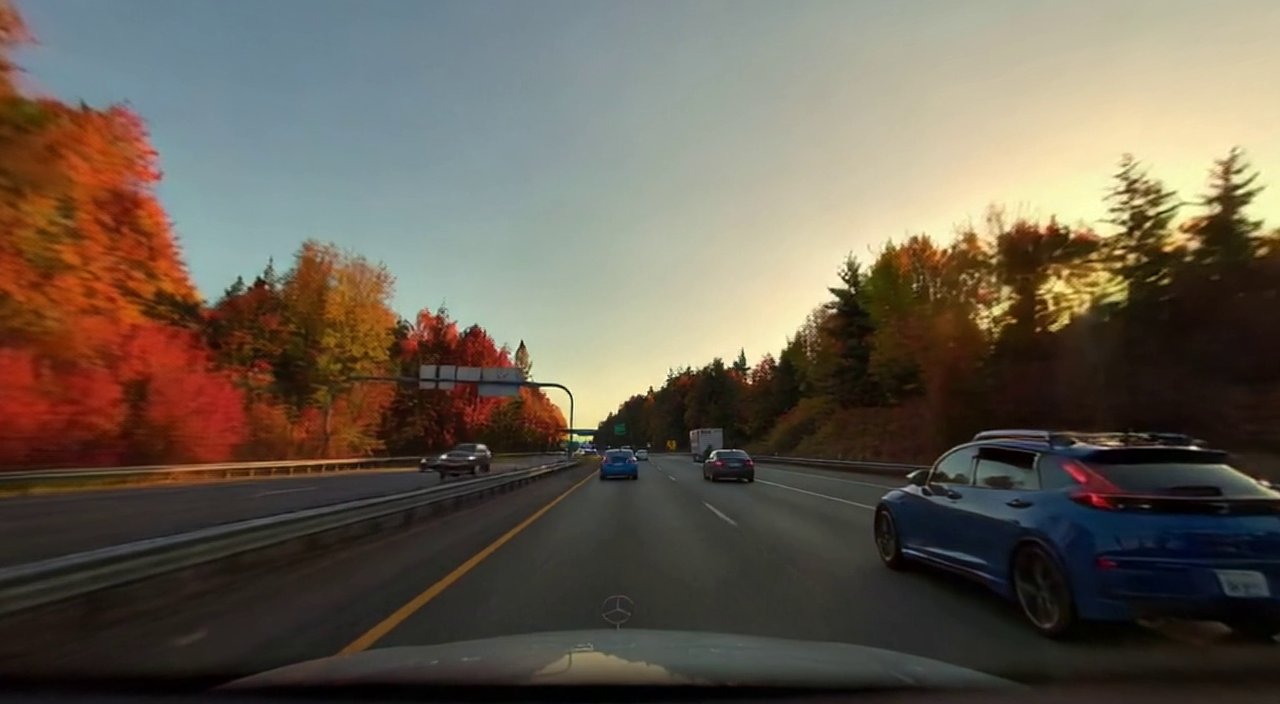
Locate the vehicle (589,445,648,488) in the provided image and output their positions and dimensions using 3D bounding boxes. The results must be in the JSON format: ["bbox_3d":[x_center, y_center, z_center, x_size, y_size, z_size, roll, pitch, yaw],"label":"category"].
[{"bbox_3d":[-0.799,4.512,25.065,2.128,1.516,4.410,0,-9,-1],"label":"vehicle"}]

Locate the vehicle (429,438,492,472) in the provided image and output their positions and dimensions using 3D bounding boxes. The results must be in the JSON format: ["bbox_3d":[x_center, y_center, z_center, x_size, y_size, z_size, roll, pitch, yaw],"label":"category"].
[{"bbox_3d":[-9.695,5.621,34.250,2.098,1.694,4.672,0,-9,-1],"label":"vehicle"}]

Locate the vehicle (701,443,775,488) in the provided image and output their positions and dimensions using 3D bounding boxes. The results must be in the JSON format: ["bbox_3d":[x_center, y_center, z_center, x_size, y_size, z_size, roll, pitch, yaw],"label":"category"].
[{"bbox_3d":[3.770,4.458,24.930,2.300,1.595,4.144,-1,-9,0],"label":"vehicle"}]
